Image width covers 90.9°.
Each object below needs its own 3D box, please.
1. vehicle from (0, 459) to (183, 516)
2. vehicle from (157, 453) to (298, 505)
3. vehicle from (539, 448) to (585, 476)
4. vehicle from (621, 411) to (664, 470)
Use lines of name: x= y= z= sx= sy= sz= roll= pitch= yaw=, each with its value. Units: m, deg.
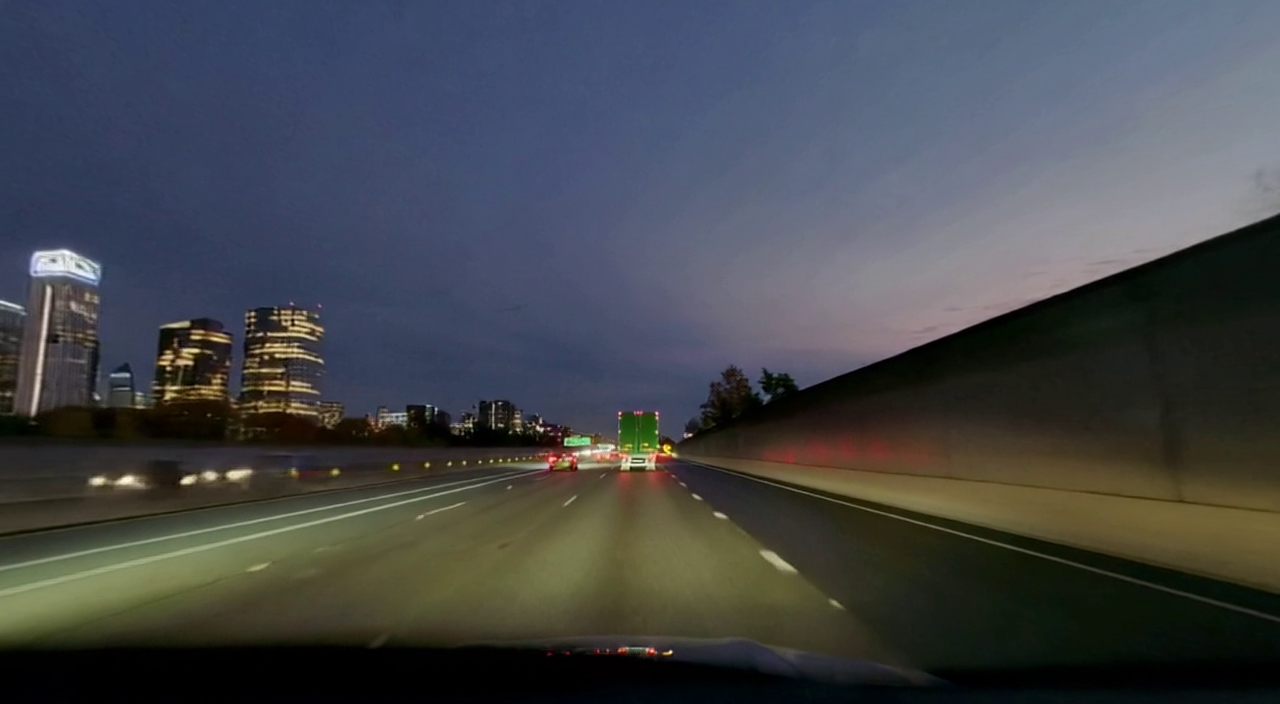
vehicle: x=-16.628 y=4.046 z=19.355 sx=1.813 sy=1.452 sz=4.446 roll=0 pitch=-9 yaw=0
vehicle: x=-12.957 y=3.972 z=20.149 sx=1.797 sy=1.436 sz=3.926 roll=0 pitch=-9 yaw=1
vehicle: x=-4.457 y=6.370 z=36.743 sx=1.977 sy=1.478 sz=4.702 roll=0 pitch=-9 yaw=1
vehicle: x=0.242 y=6.903 z=48.764 sx=2.980 sy=4.051 sz=10.359 roll=0 pitch=-9 yaw=0
